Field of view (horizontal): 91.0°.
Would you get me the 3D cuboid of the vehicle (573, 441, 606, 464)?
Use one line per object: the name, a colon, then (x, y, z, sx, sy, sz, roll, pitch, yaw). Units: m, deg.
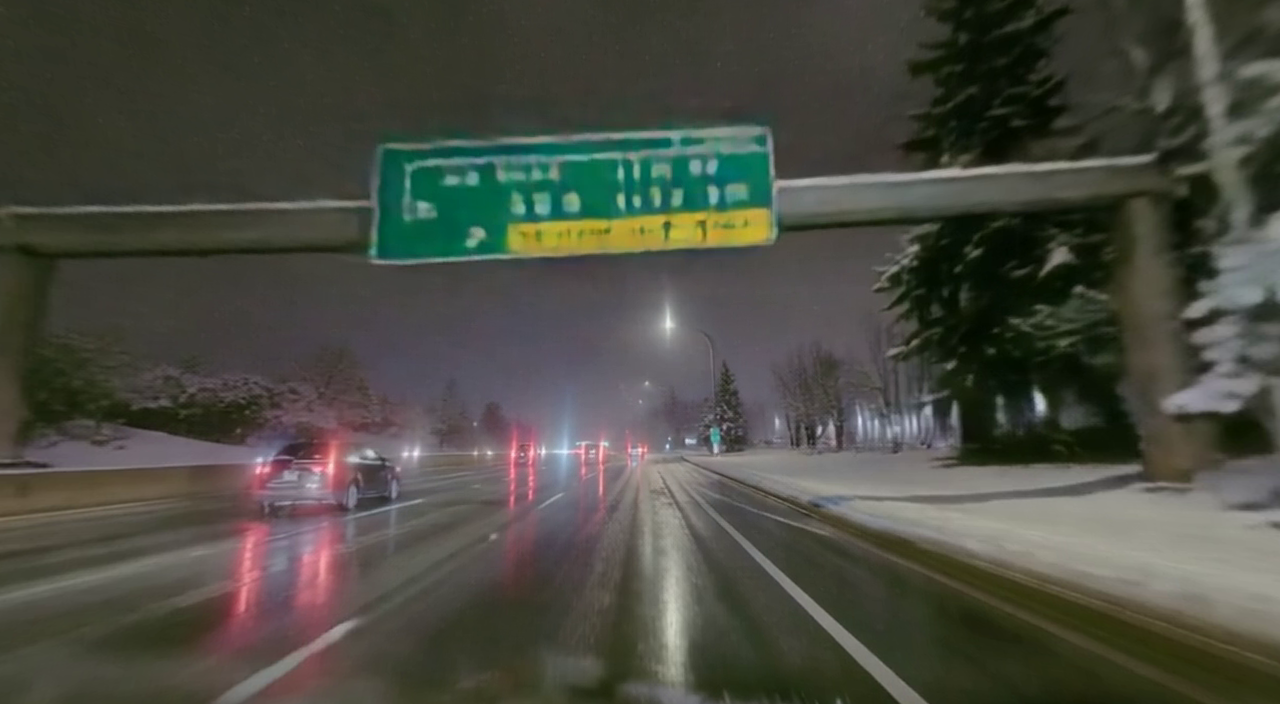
vehicle: (-3.922, 7.889, 49.478, 2.158, 1.717, 4.375, 0, -9, 1)

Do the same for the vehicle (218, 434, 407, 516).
vehicle: (-7.565, 2.864, 15.219, 2.071, 1.661, 4.540, 0, -9, 0)
